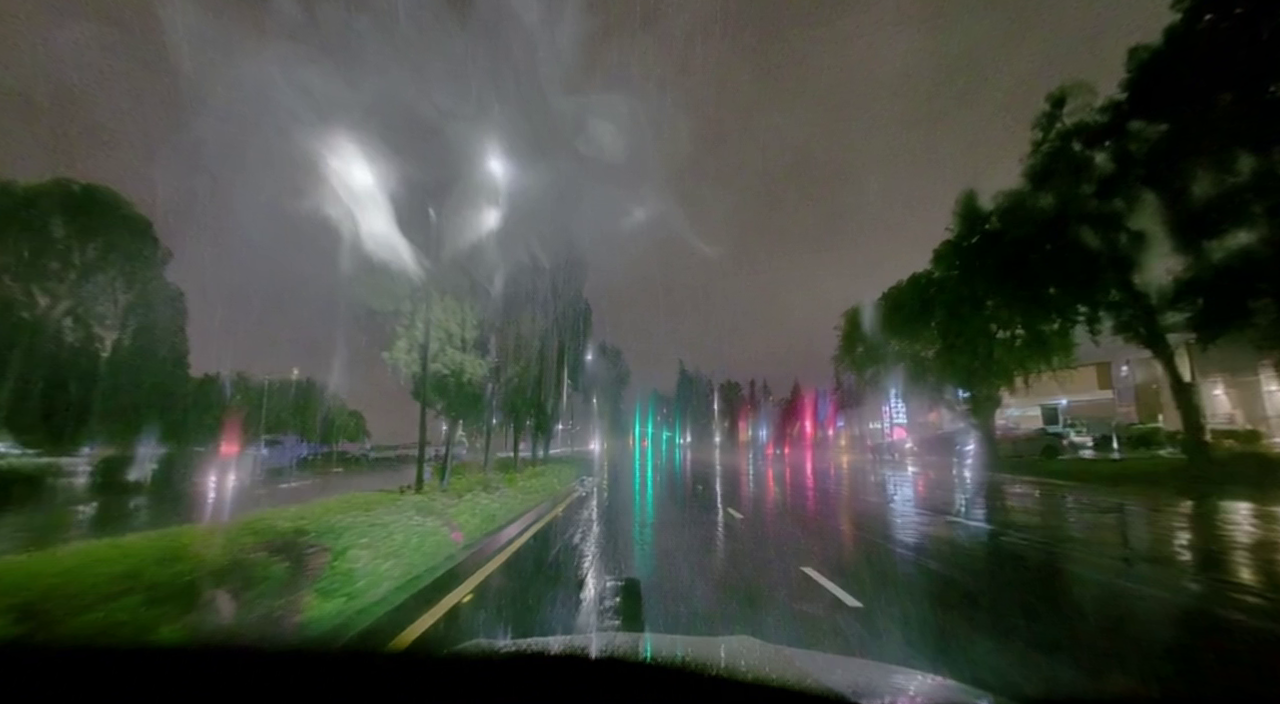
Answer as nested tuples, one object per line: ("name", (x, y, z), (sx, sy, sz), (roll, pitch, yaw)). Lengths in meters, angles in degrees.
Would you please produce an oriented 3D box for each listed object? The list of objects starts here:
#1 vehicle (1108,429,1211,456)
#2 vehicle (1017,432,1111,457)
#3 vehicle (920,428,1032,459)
("vehicle", (31.499, 5.485, 38.403), (4.532, 1.493, 1.886), (-1, -9, 1))
("vehicle", (25.967, 5.703, 38.820), (4.402, 1.465, 1.900), (0, -9, -2))
("vehicle", (20.407, 5.604, 38.558), (5.462, 1.785, 2.323), (0, -9, 1))
